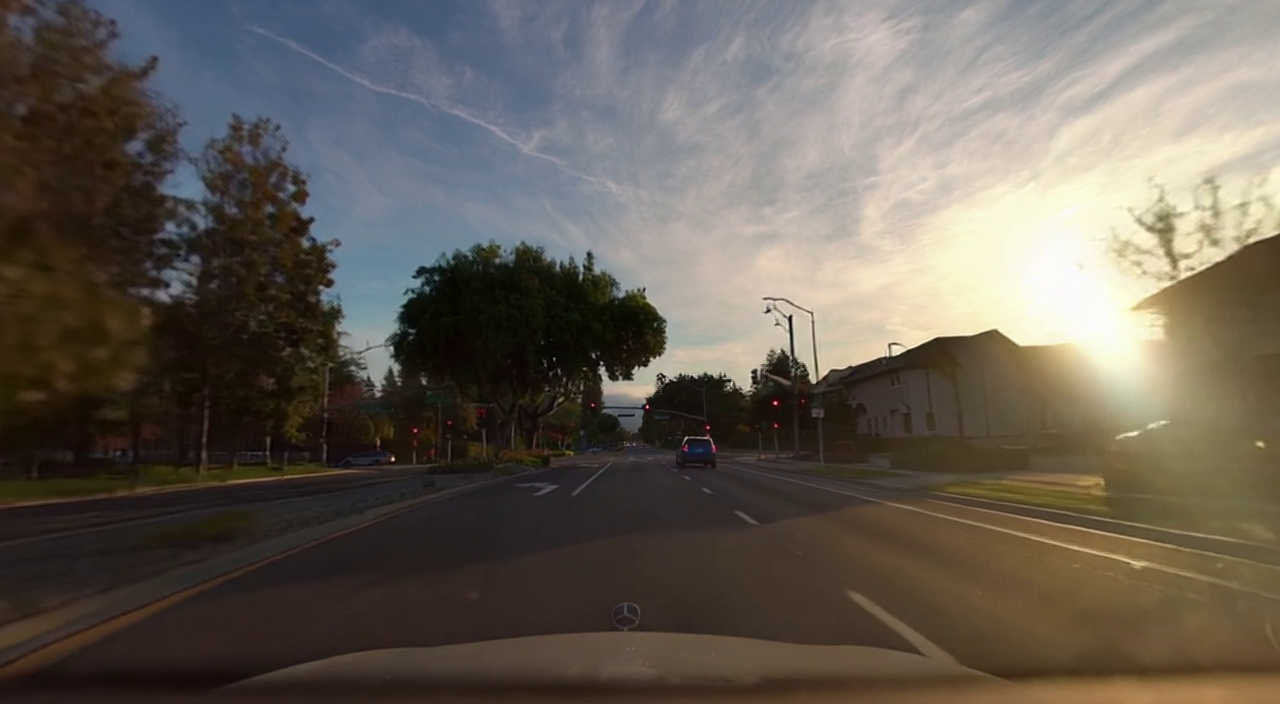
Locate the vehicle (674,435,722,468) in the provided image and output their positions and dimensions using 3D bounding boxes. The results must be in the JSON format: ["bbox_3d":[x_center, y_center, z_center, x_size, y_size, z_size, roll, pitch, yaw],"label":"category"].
[{"bbox_3d":[3.344,5.901,37.520,2.229,1.795,4.927,0,-9,-2],"label":"vehicle"}]
